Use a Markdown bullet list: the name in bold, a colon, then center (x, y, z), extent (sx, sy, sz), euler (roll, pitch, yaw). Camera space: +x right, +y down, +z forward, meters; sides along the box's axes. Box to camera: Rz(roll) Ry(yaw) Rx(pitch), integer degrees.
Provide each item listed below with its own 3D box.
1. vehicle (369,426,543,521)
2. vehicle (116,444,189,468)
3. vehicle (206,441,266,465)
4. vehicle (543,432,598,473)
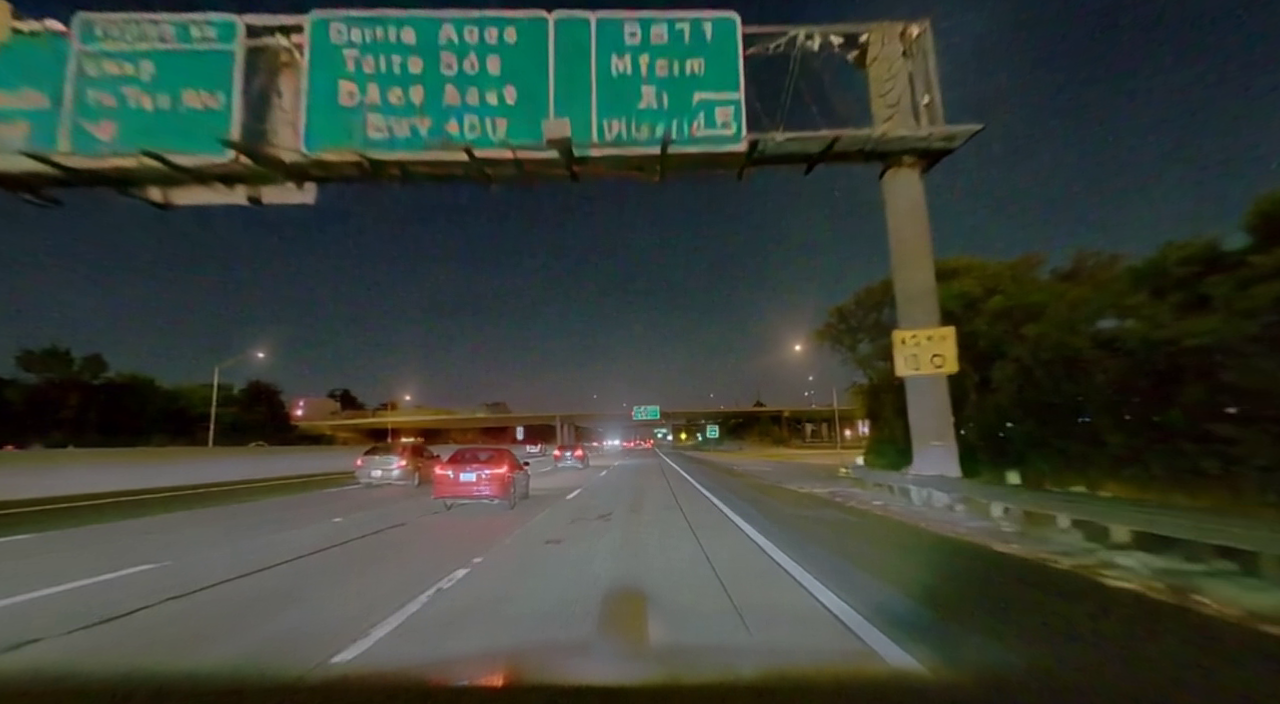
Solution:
- **vehicle**: center (-3.566, 2.450, 13.315), extent (2.210, 1.628, 4.586), euler (-1, -8, 1)
- **vehicle**: center (-32.164, 6.831, 41.709), extent (1.789, 1.518, 3.677), euler (-1, -8, 2)
- **vehicle**: center (-24.858, 6.220, 38.905), extent (1.497, 1.395, 3.408), euler (0, -8, -2)
- **vehicle**: center (-3.283, 4.843, 30.589), extent (2.080, 1.811, 4.644), euler (-1, -8, 1)
